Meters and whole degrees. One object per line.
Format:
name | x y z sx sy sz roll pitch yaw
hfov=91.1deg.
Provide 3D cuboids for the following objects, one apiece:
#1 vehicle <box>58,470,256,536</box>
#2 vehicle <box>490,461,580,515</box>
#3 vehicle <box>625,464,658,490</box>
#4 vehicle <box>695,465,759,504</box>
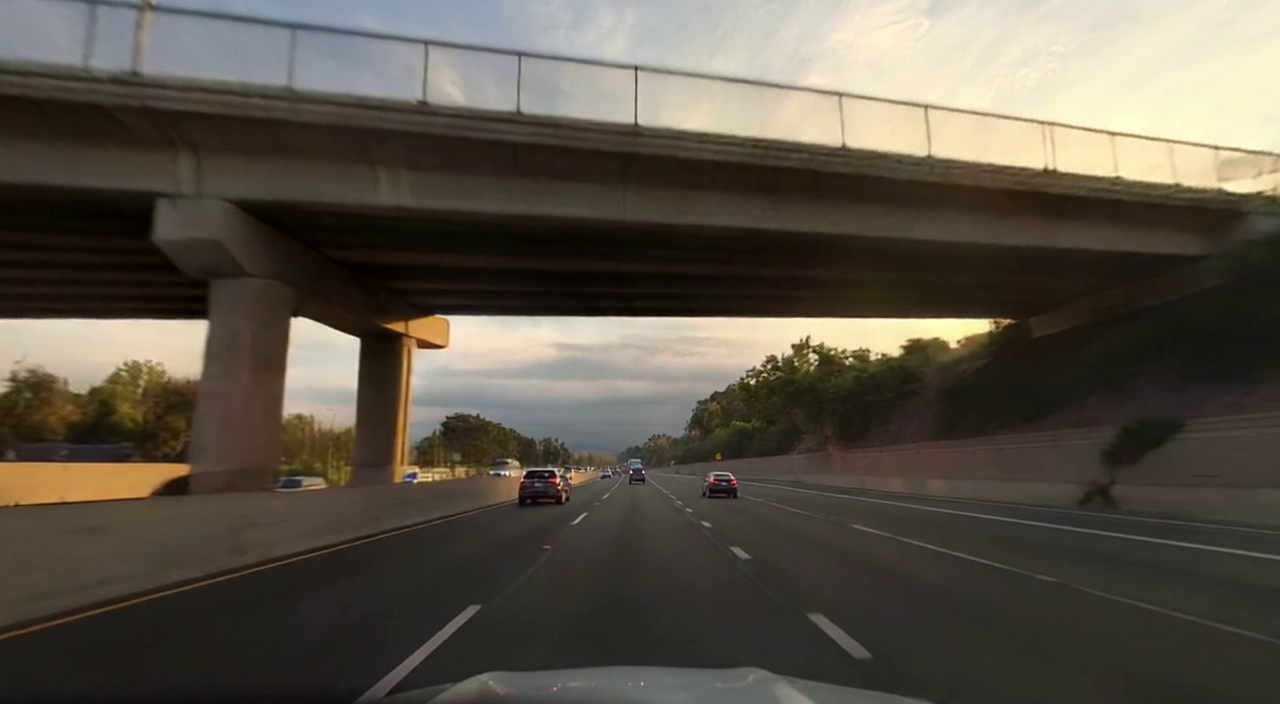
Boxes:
vehicle | -12.558 3.915 16.790 1.795 1.456 4.329 0 -10 0
vehicle | -3.250 4.335 20.337 2.099 1.516 4.308 0 -10 1
vehicle | 0.117 8.711 44.008 2.181 1.698 4.056 1 -10 0
vehicle | 3.726 5.792 27.768 2.092 1.518 4.348 1 -10 -2
